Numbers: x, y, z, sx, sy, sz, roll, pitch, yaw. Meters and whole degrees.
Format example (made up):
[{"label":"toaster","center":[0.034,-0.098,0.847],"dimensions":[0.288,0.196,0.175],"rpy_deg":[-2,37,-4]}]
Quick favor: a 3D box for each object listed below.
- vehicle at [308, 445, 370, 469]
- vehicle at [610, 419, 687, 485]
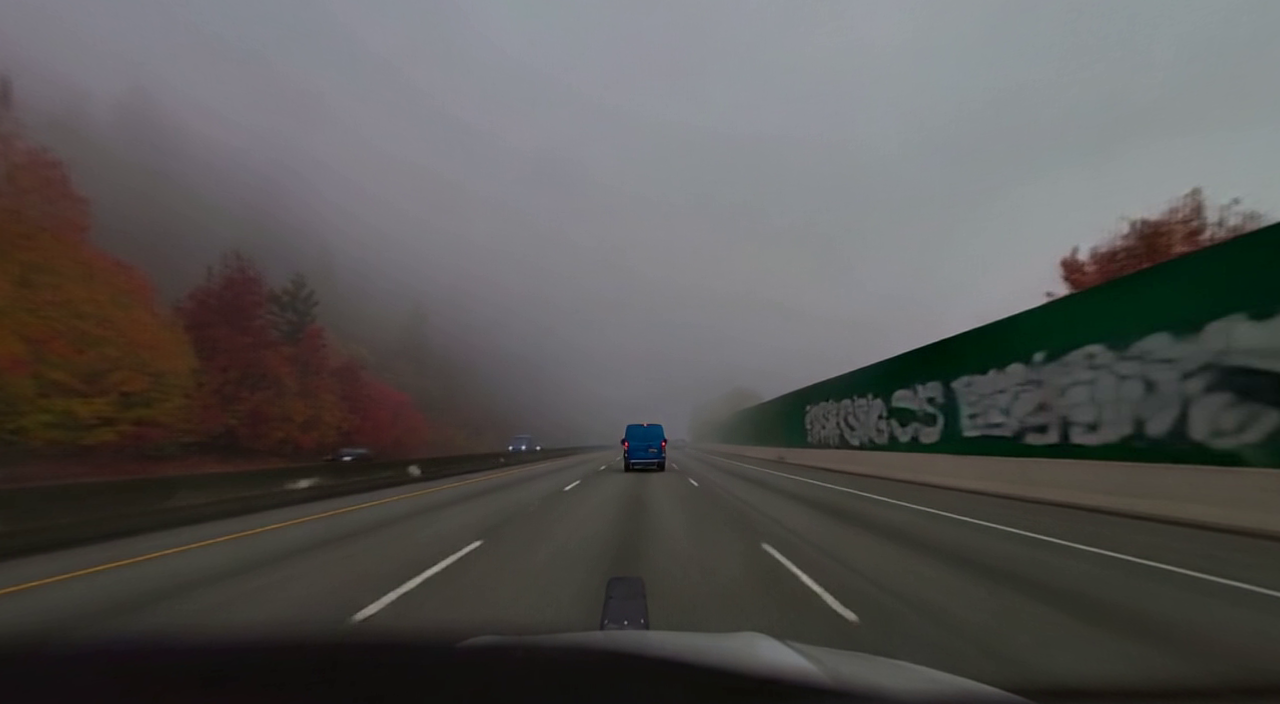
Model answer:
[{"label":"vehicle","center":[-20.833,7.252,43.736],"dimensions":[1.866,1.534,4.784],"rpy_deg":[0,-8,1]},{"label":"vehicle","center":[0.242,3.318,21.066],"dimensions":[2.283,1.956,4.421],"rpy_deg":[0,-8,0]}]
